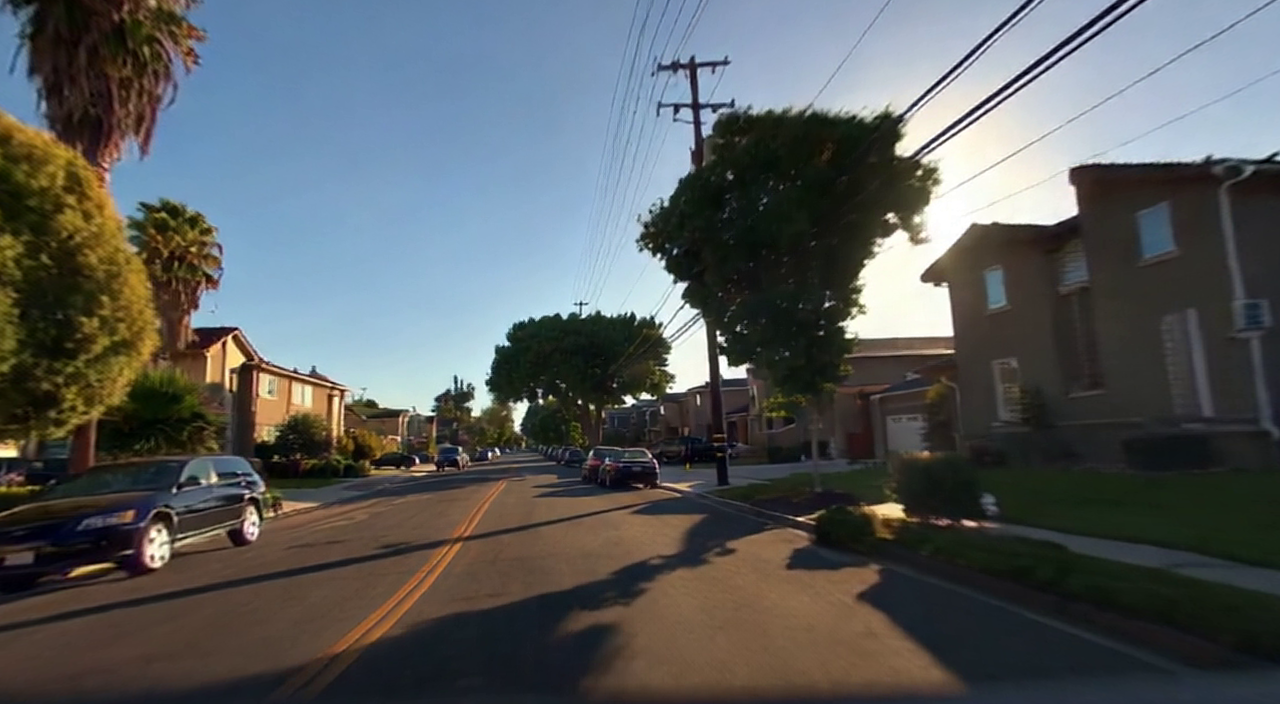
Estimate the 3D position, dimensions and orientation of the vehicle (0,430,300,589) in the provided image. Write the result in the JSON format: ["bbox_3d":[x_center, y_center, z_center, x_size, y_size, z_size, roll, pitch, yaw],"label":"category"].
[{"bbox_3d":[-7.554,2.303,9.843,2.410,1.790,4.699,-1,-10,-8],"label":"vehicle"}]

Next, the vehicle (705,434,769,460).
[{"bbox_3d":[7.247,7.152,47.514,4.219,1.693,2.324,5,-9,-9],"label":"vehicle"}]

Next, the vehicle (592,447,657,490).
[{"bbox_3d":[-0.690,4.415,24.335,1.870,1.490,3.802,1,-9,-11],"label":"vehicle"}]

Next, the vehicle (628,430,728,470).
[{"bbox_3d":[2.257,6.084,39.285,5.900,2.328,2.603,1,-9,-5],"label":"vehicle"}]
